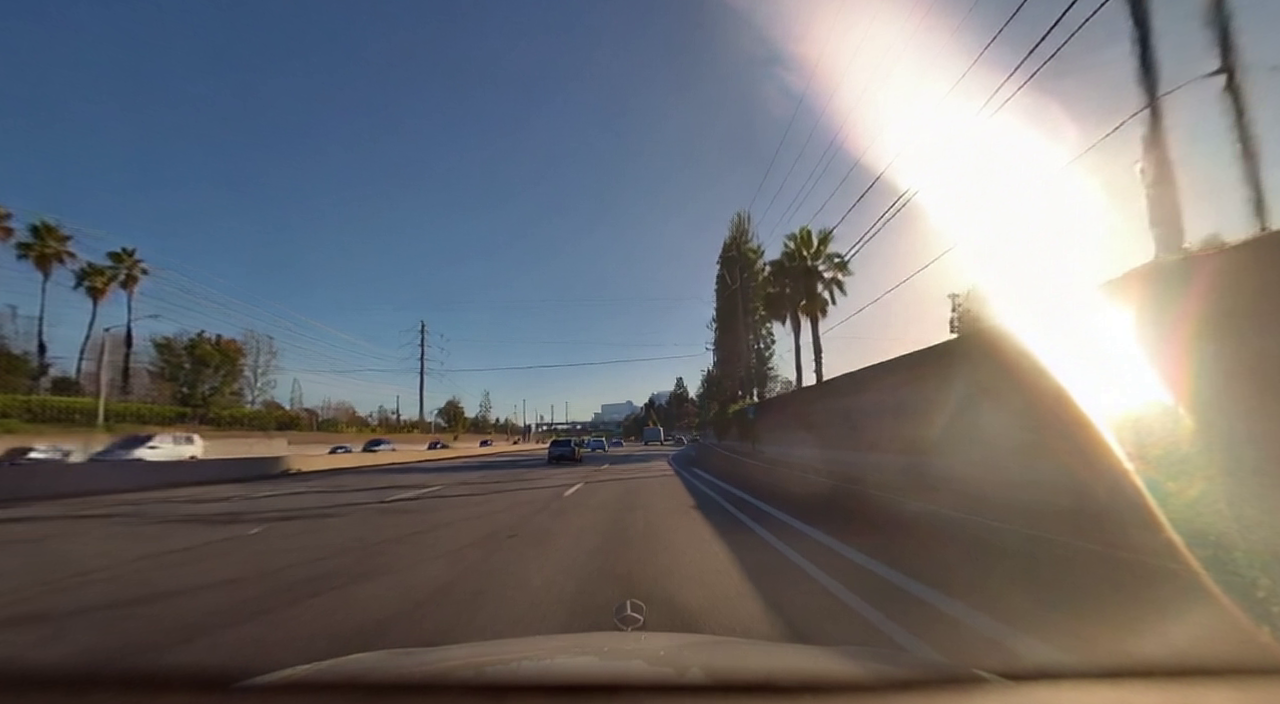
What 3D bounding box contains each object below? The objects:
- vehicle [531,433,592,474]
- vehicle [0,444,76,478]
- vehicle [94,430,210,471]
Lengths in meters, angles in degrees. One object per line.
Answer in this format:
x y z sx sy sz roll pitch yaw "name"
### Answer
-3.257 4.306 26.996 2.029 1.609 3.935 0 -8 1 "vehicle"
-30.569 5.274 30.628 1.934 1.511 4.785 1 -8 -1 "vehicle"
-24.242 4.901 31.618 2.072 1.835 4.686 0 -8 0 "vehicle"
